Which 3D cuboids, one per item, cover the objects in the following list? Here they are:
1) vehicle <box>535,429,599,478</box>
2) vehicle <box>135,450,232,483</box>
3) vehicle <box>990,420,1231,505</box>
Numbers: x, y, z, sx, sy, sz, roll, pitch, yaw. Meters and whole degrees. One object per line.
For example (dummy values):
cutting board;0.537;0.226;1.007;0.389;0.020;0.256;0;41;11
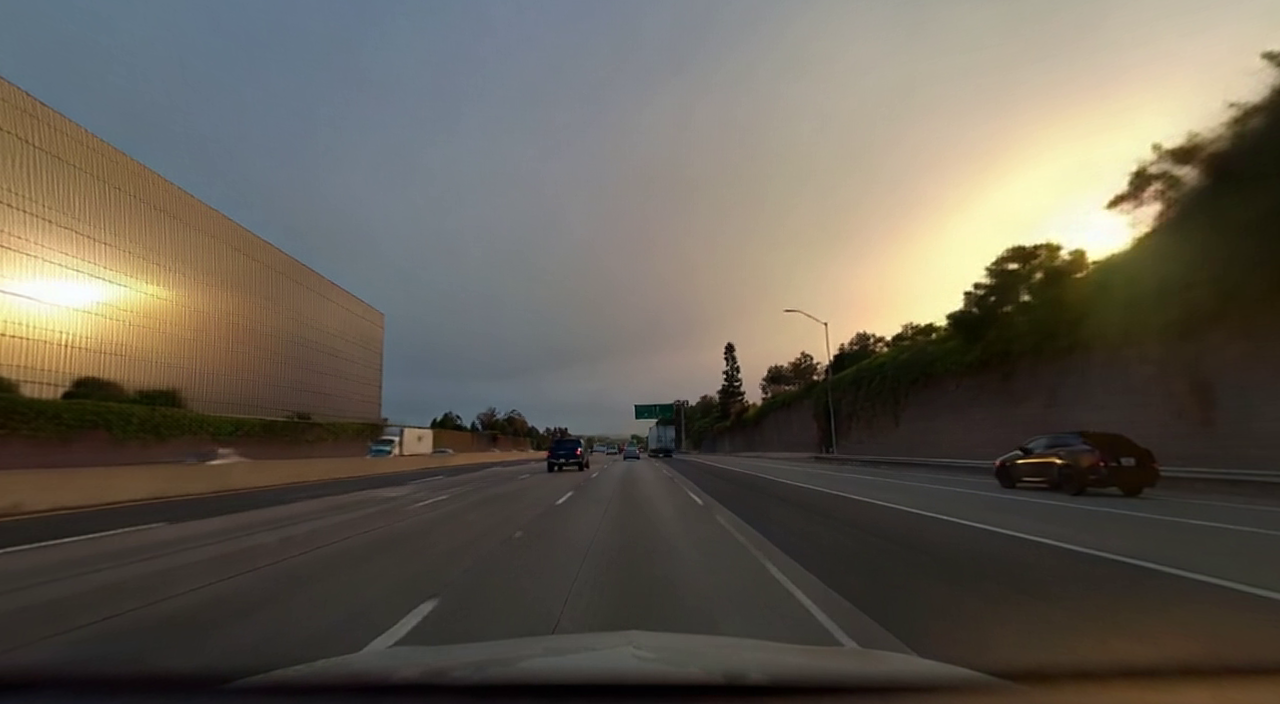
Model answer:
vehicle;-3.220;4.665;29.242;2.284;2.022;5.752;0;-9;0
vehicle;-20.266;5.062;28.214;1.645;1.381;3.550;0;-9;0
vehicle;11.439;2.741;16.023;2.089;1.787;5.080;0;-9;-1
